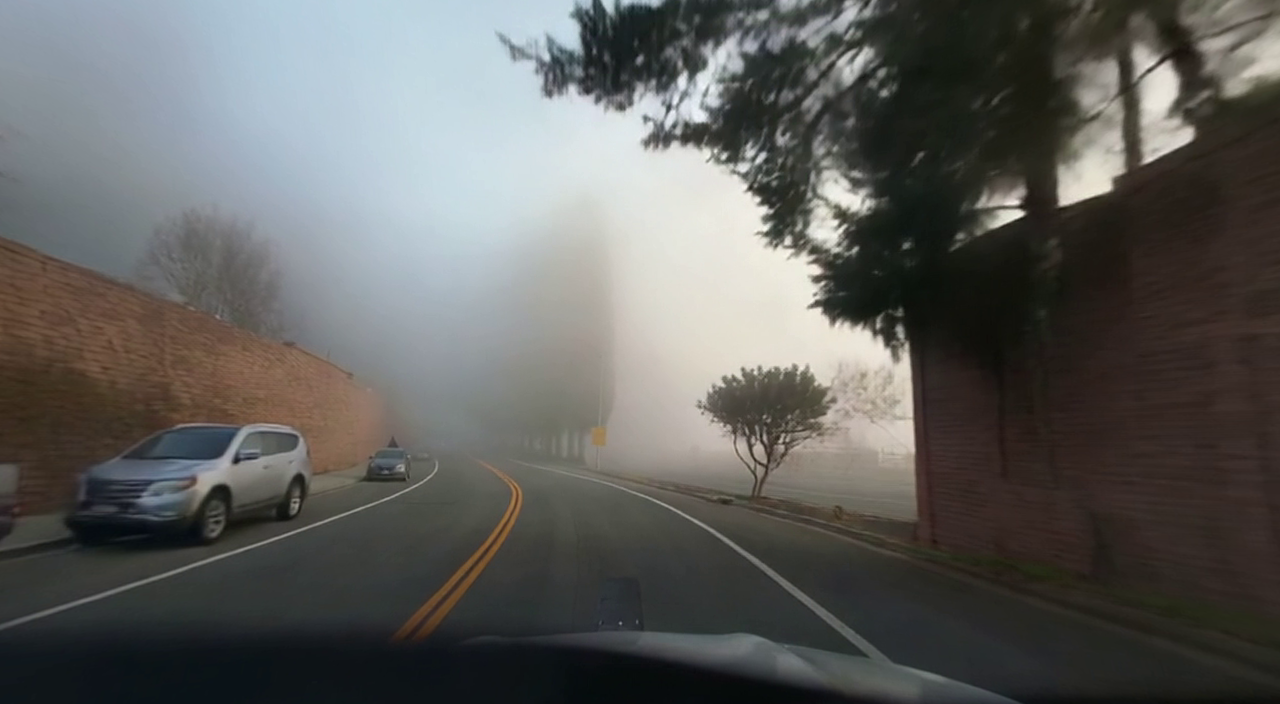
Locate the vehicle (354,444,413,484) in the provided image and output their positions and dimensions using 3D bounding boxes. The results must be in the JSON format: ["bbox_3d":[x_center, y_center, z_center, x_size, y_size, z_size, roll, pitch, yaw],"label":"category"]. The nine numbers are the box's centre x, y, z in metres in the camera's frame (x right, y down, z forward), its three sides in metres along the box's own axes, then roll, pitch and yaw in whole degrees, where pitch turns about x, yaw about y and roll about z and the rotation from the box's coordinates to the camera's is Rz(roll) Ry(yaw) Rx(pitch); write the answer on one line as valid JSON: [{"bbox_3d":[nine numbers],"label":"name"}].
[{"bbox_3d":[-10.861,4.741,27.033,1.877,1.507,4.363,4,-9,-16],"label":"vehicle"}]

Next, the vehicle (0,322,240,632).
[{"bbox_3d":[-6.641,0.876,4.484,3.073,2.458,6.937,2,-8,-1],"label":"vehicle"}]
